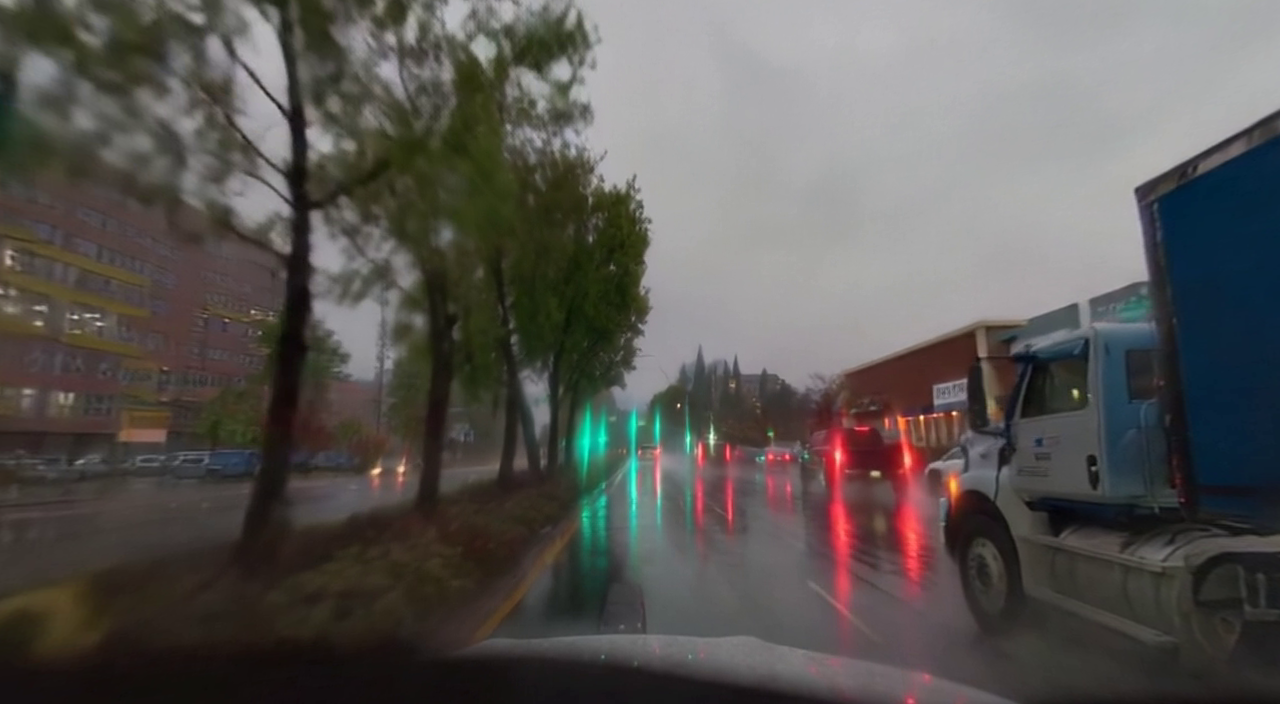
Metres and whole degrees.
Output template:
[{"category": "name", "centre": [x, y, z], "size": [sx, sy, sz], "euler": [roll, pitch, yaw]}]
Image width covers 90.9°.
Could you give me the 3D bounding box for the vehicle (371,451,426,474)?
[{"category": "vehicle", "centre": [-16.969, 7.777, 44.520], "size": [2.017, 1.503, 4.638], "euler": [0, -9, 0]}]

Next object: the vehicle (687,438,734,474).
[{"category": "vehicle", "centre": [4.027, 6.087, 36.972], "size": [2.196, 1.908, 4.412], "euler": [0, -9, 0]}]

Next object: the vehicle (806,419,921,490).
[{"category": "vehicle", "centre": [8.026, 3.770, 23.252], "size": [2.539, 2.328, 4.769], "euler": [-1, -9, 2]}]

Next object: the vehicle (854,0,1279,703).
[{"category": "vehicle", "centre": [3.719, -0.225, 2.399], "size": [3.006, 3.679, 8.506], "euler": [-1, -9, 2]}]
